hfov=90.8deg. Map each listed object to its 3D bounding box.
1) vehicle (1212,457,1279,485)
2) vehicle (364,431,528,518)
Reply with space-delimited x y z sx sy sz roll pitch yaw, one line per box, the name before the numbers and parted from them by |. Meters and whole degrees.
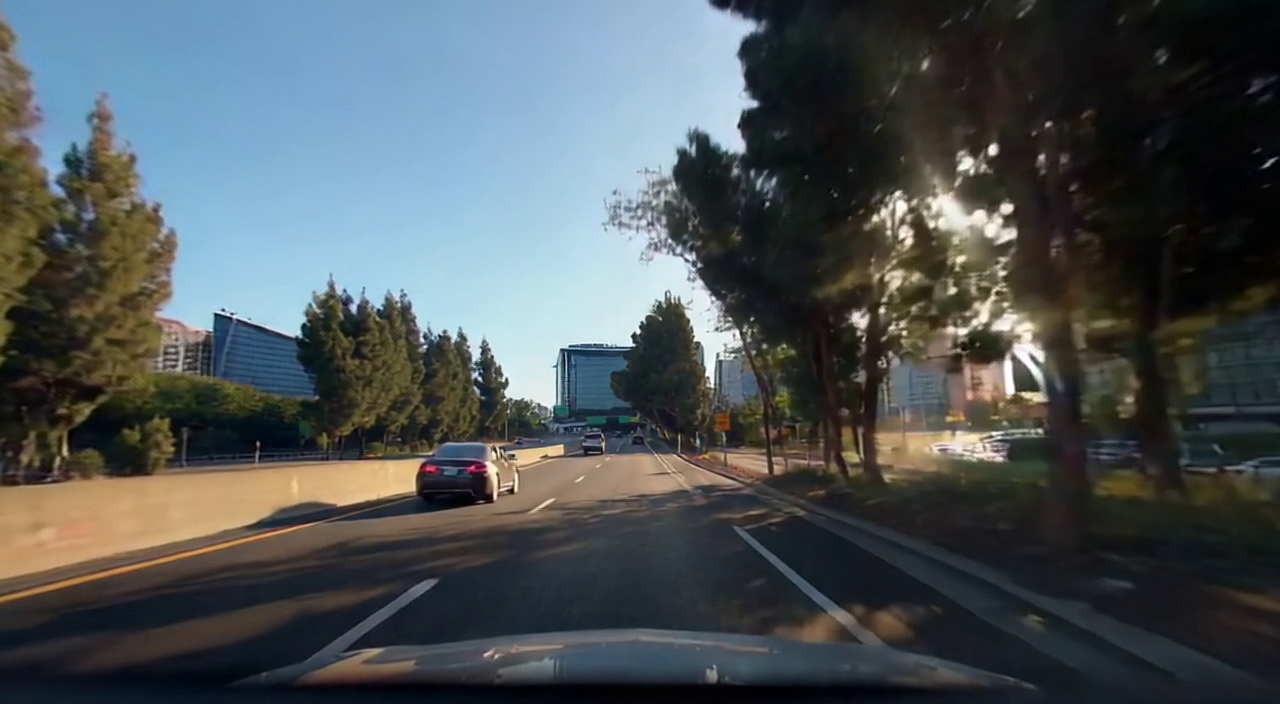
vehicle | 38.008 7.240 38.641 4.574 1.560 1.967 1 -9 -12
vehicle | -3.854 2.504 13.551 1.984 1.521 4.682 0 -8 1
